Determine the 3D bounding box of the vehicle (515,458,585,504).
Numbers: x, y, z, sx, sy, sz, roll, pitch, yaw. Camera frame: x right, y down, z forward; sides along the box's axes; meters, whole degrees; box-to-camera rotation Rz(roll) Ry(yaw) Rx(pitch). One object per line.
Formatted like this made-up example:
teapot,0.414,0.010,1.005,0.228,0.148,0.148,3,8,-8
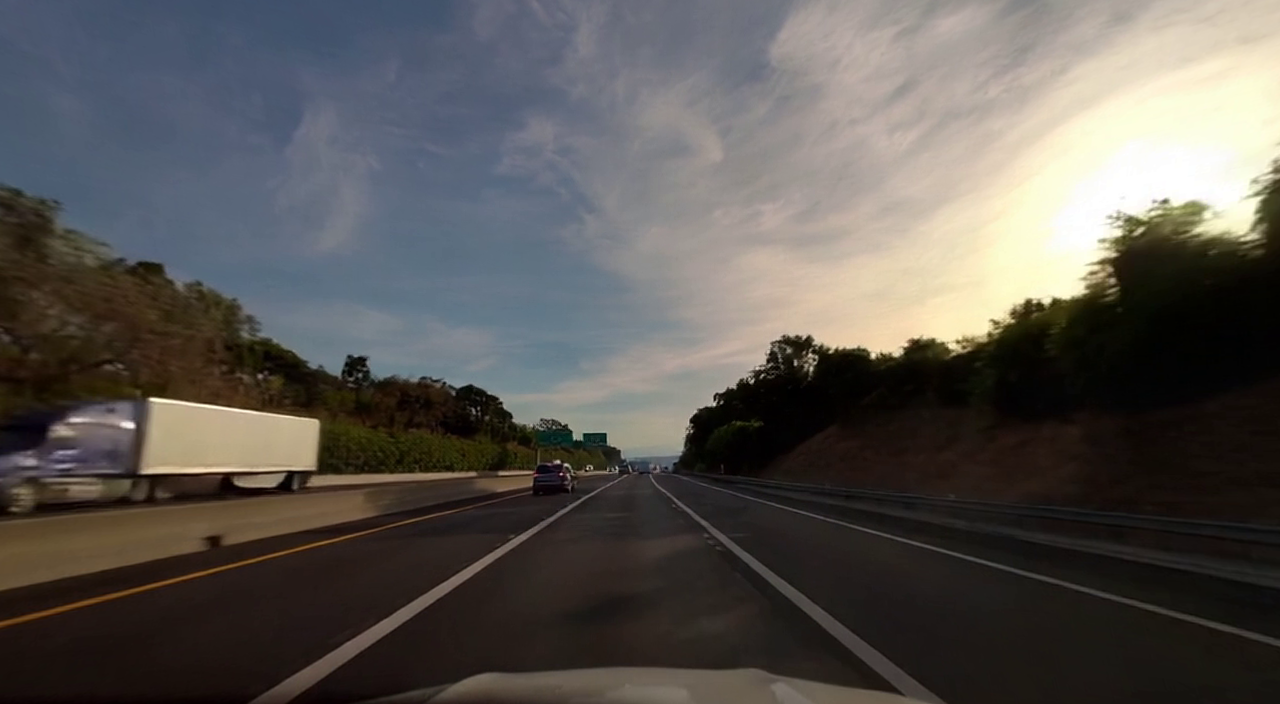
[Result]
vehicle,-3.551,5.225,25.726,2.053,1.657,4.725,1,-10,1

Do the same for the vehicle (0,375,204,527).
vehicle,-17.347,2.932,18.313,2.944,3.713,8.529,1,-11,1
